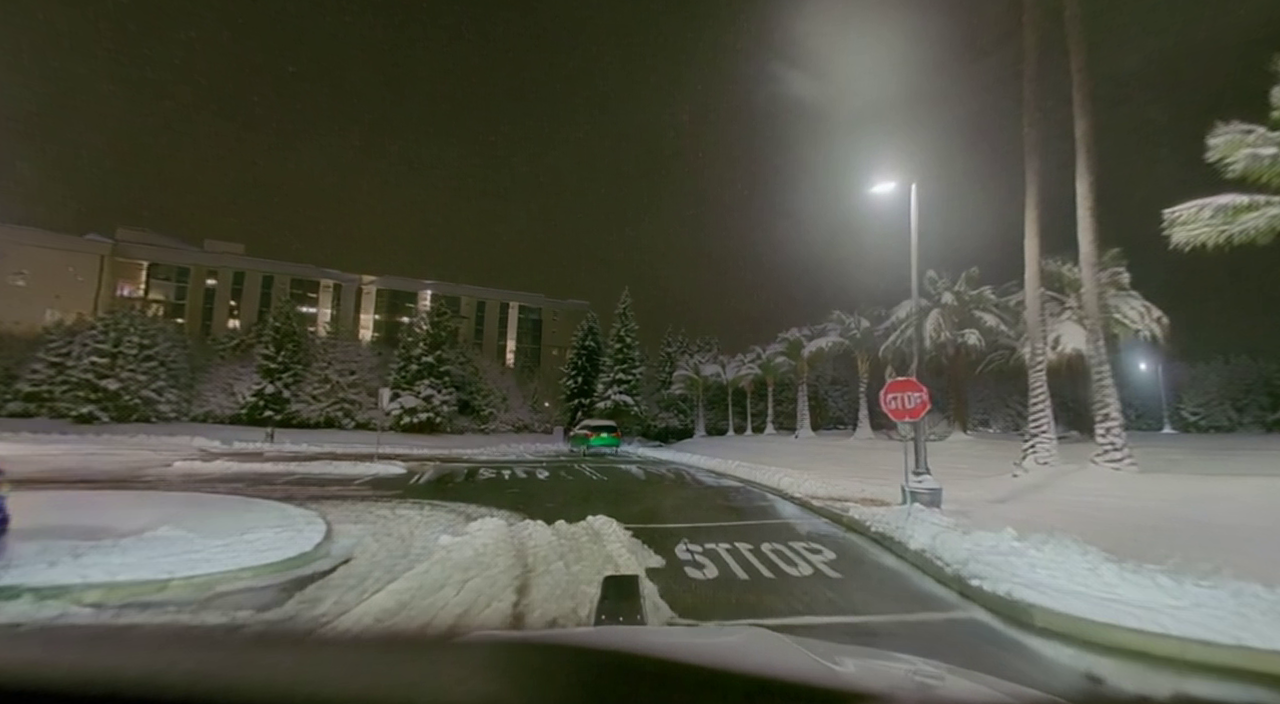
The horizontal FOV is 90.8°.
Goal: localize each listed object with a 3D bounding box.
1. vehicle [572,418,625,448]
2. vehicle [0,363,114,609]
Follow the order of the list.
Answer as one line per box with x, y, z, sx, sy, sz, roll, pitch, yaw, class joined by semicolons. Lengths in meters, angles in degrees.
-2.580;4.953;38.237;2.071;1.700;4.367;3;-9;-19;vehicle
-6.661;0.922;4.385;4.615;1.642;1.978;-2;-8;10;vehicle
